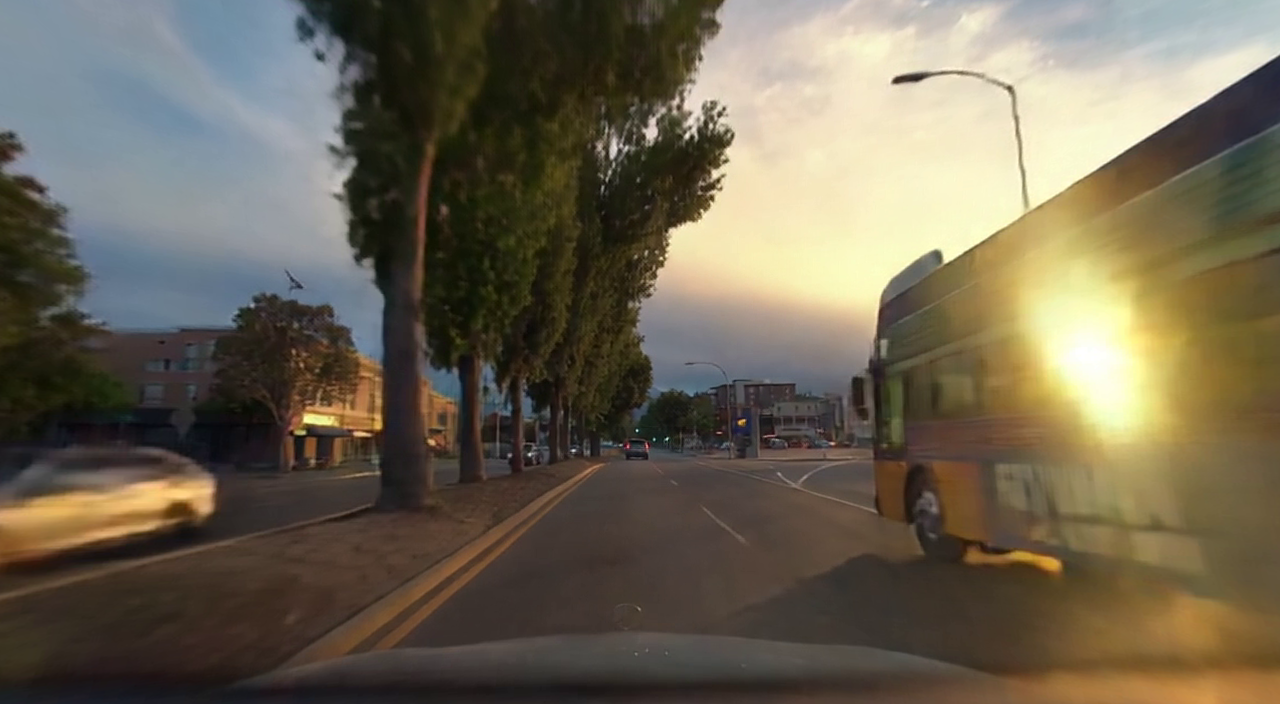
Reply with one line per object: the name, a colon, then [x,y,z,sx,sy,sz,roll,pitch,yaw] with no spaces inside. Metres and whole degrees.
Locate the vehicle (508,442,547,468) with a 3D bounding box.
vehicle: [-7.876,7.253,44.712,2.008,1.701,4.430,0,-9,-1]

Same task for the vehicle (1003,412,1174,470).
vehicle: [25.805,5.111,36.445,8.606,3.093,2.803,2,-9,-13]

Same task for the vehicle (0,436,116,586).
vehicle: [-7.363,1.449,5.377,1.999,1.478,4.441,0,-9,-1]
